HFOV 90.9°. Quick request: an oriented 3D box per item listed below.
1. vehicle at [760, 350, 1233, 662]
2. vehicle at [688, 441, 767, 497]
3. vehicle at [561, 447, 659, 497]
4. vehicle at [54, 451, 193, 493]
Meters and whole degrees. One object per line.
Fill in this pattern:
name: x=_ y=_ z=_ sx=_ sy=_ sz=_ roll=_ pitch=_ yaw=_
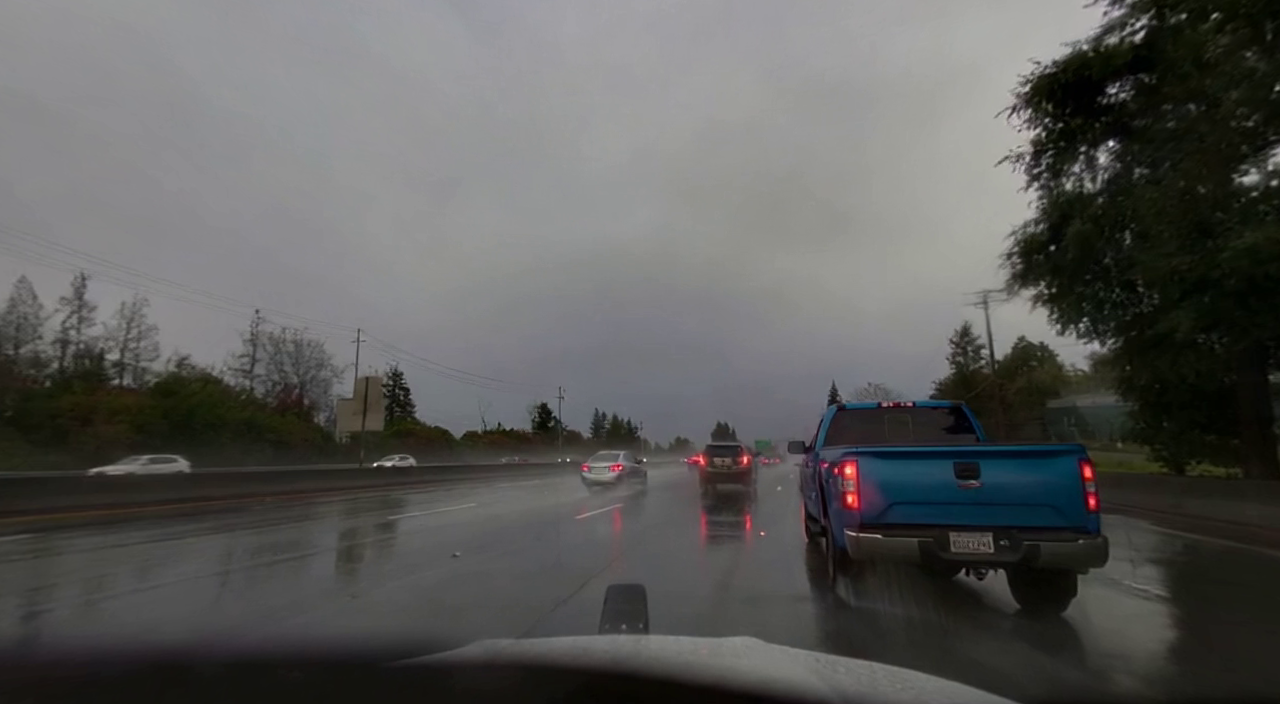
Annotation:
vehicle: x=3.349 y=1.550 z=7.962 sx=3.024 sy=2.092 sz=6.797 roll=-2 pitch=-9 yaw=15
vehicle: x=3.069 y=3.884 z=21.436 sx=2.080 sy=1.682 sz=4.150 roll=-2 pitch=-9 yaw=16
vehicle: x=-0.869 y=4.036 z=21.737 sx=2.119 sy=1.478 sz=4.644 roll=-2 pitch=-9 yaw=14
vehicle: x=-23.866 y=5.509 z=29.406 sx=1.882 sy=1.695 sz=4.650 roll=-2 pitch=-9 yaw=15
